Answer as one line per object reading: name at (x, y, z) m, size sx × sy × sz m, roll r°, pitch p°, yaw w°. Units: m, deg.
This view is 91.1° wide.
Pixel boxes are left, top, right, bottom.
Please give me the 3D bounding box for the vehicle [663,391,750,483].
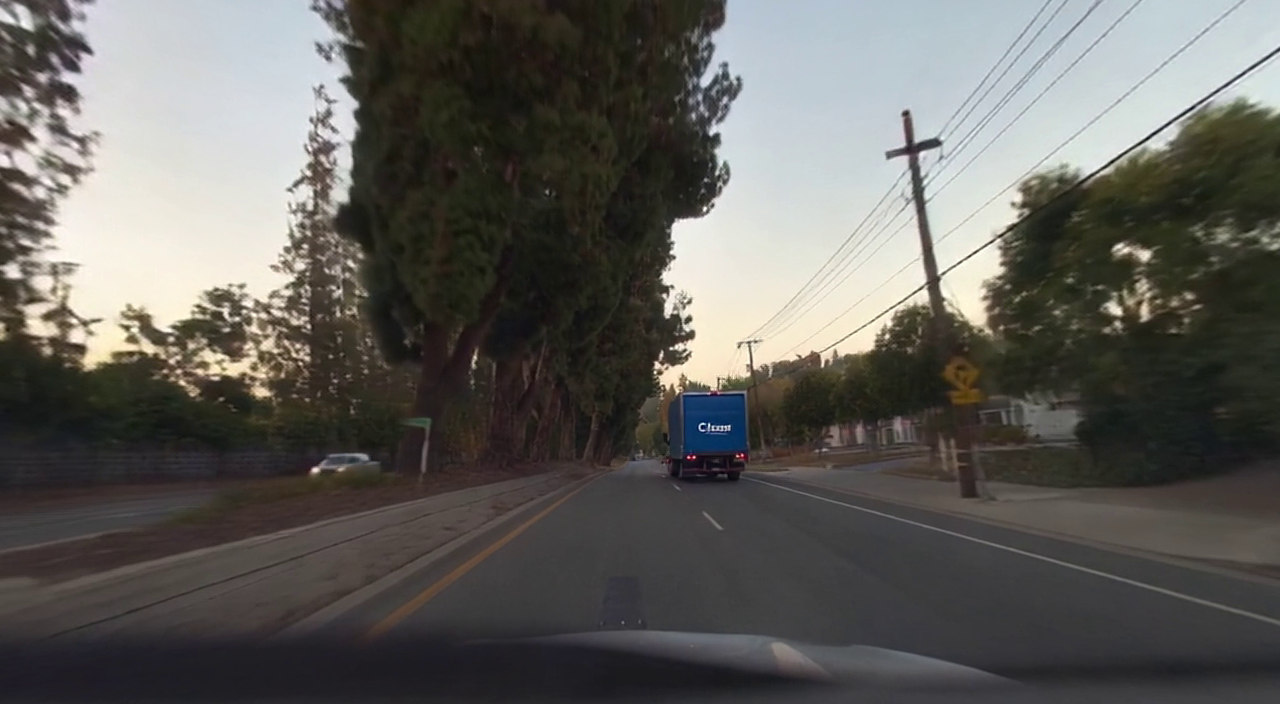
vehicle at (2.952, 4.224, 30.922) m, size 2.973 × 3.848 × 9.336 m, roll 0°, pitch -8°, yaw -2°
